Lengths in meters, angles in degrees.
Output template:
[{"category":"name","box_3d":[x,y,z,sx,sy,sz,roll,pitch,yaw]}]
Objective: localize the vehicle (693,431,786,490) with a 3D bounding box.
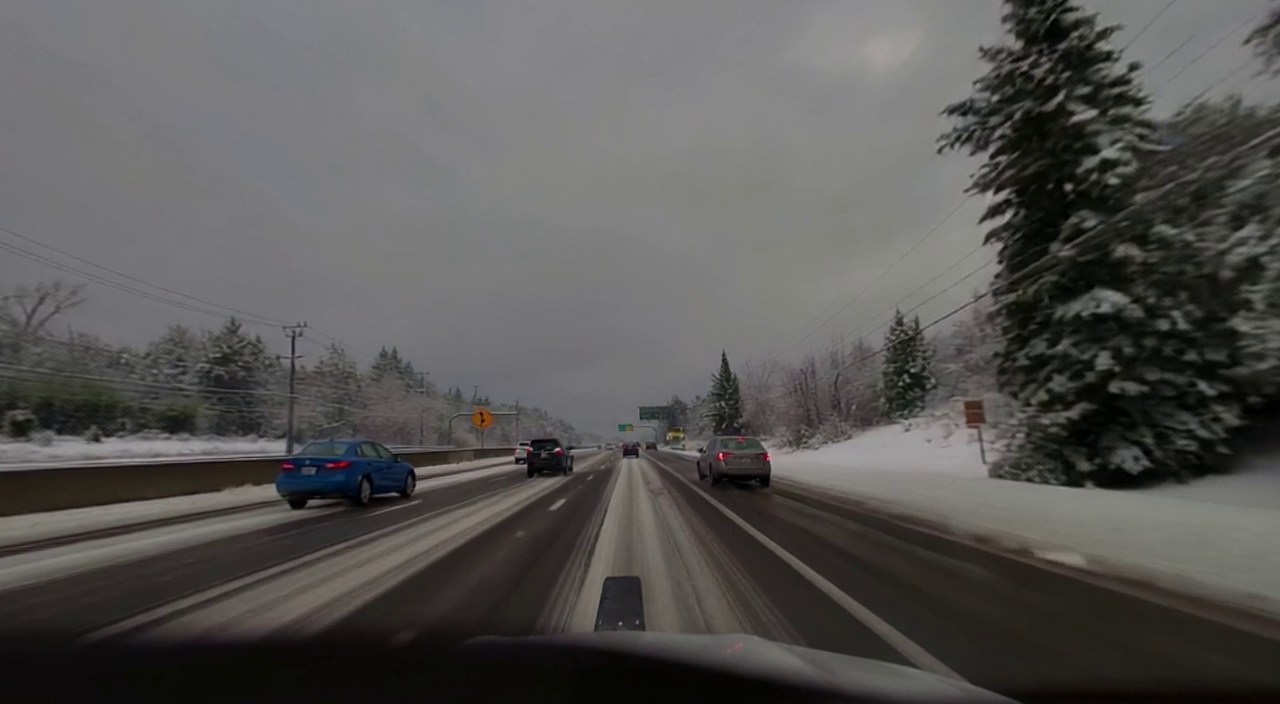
[{"category":"vehicle","box_3d":[3.012,3.408,20.219,2.100,1.659,4.387,0,-8,-2]}]

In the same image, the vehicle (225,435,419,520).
[{"category":"vehicle","box_3d":[-6.354,2.525,13.272,1.903,1.482,4.180,0,-8,0]}]

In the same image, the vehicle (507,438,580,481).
[{"category":"vehicle","box_3d":[-3.538,4.026,23.971,2.066,1.488,4.377,0,-8,0]}]
